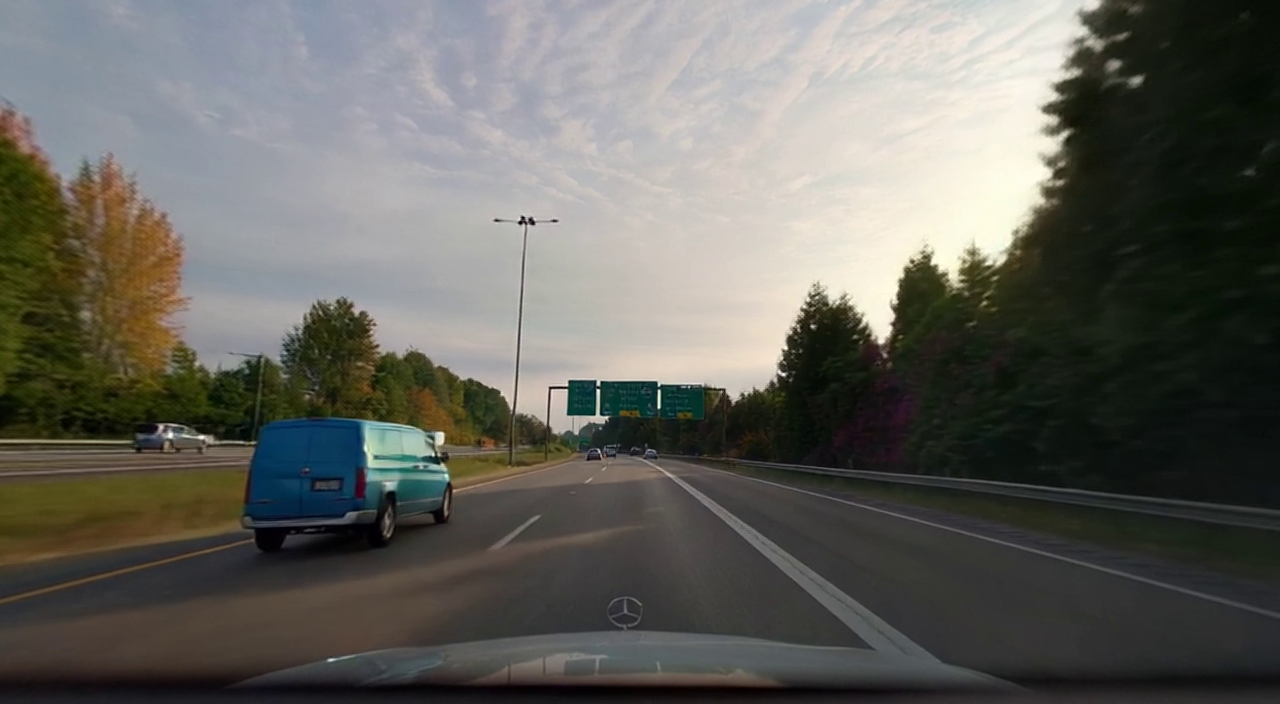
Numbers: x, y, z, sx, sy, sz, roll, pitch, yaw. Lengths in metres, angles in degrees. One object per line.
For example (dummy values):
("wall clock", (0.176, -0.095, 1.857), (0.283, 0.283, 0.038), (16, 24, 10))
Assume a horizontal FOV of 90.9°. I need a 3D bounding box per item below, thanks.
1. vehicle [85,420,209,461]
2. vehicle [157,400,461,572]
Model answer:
("vehicle", (-19.235, 3.507, 24.813), (1.879, 1.492, 3.607), (0, -9, 0))
("vehicle", (-4.126, 1.753, 8.925), (1.971, 1.795, 4.389), (0, -9, -2))
